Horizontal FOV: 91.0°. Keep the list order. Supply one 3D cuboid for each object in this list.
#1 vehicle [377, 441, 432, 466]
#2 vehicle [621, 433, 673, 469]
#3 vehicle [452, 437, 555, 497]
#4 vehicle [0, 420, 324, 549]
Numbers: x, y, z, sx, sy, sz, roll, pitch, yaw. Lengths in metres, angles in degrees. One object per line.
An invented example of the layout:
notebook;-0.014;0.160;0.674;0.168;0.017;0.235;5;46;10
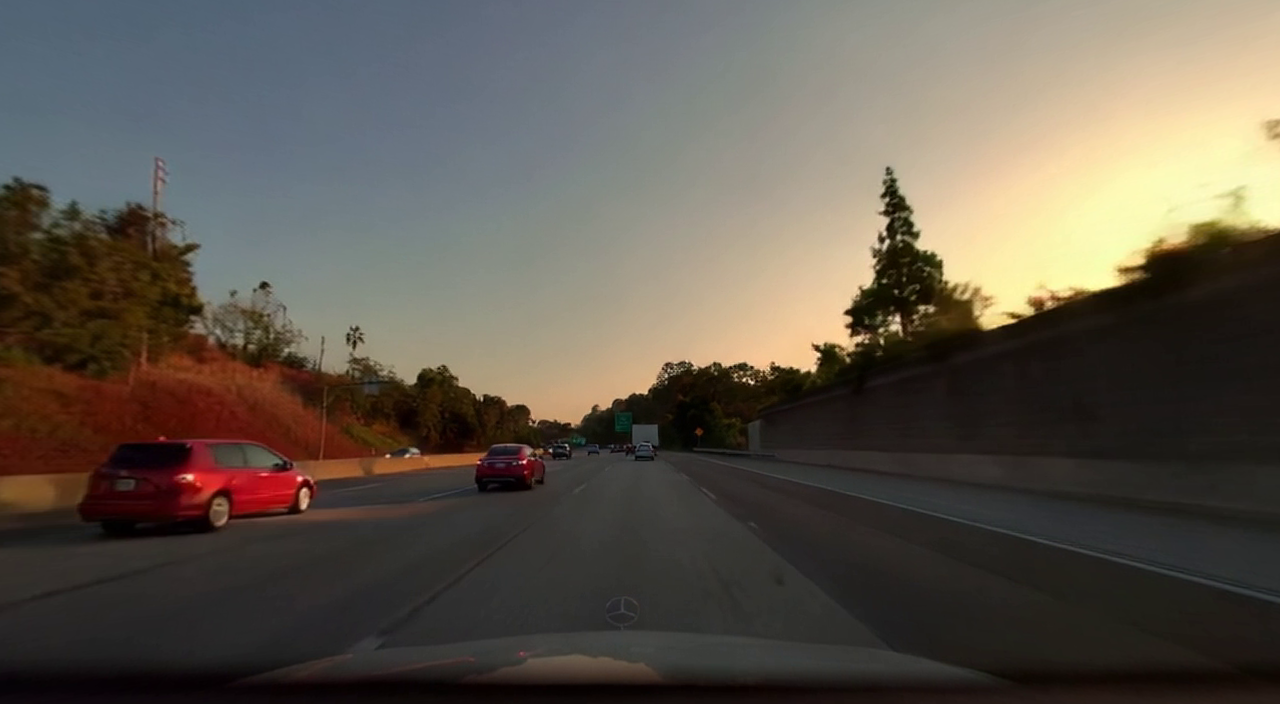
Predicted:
vehicle;-16.970;7.332;45.640;2.081;1.639;4.832;0;-9;1
vehicle;0.336;5.872;37.390;2.856;1.994;4.931;0;-9;-1
vehicle;-3.801;3.272;18.348;2.000;1.512;4.371;0;-9;0
vehicle;-7.697;2.099;10.698;2.189;1.673;4.699;0;-9;0
